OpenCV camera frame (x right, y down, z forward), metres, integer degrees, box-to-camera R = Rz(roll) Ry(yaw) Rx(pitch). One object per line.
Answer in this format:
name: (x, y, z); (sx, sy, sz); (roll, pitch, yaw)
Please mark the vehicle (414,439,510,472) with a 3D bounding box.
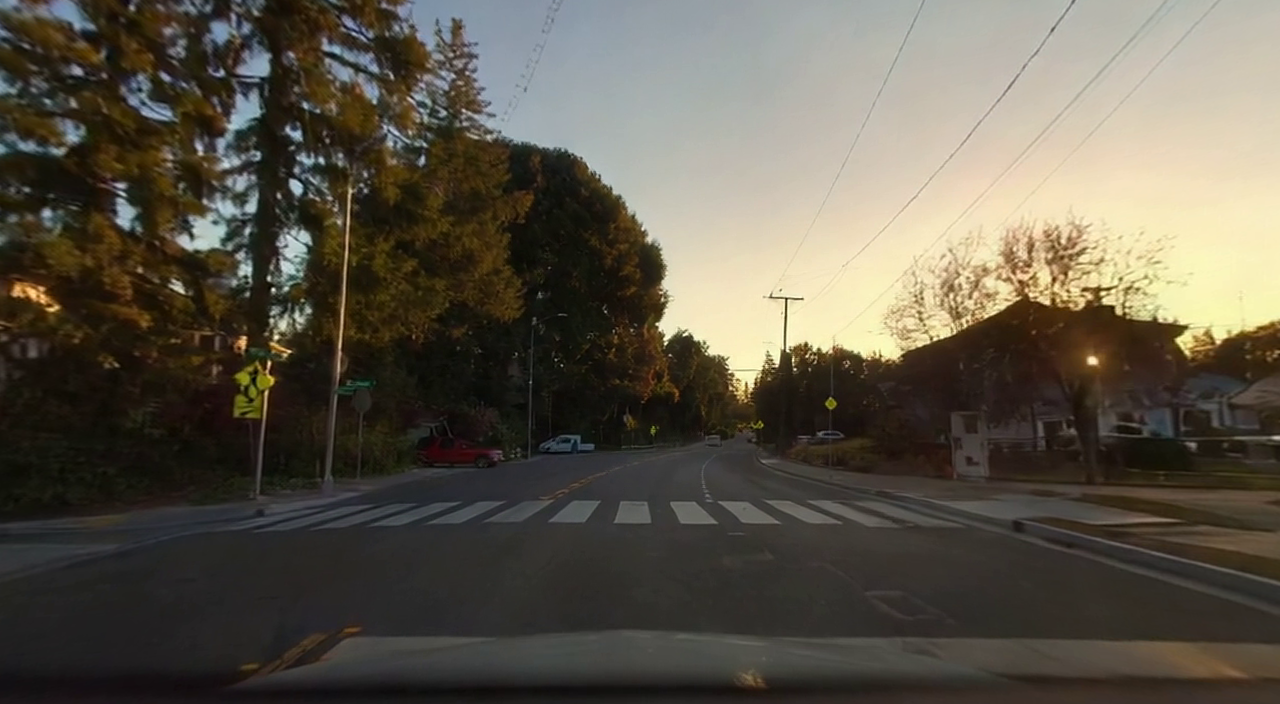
vehicle: (-9.085, 5.265, 32.372); (4.377, 1.596, 1.836); (-2, -9, 14)
